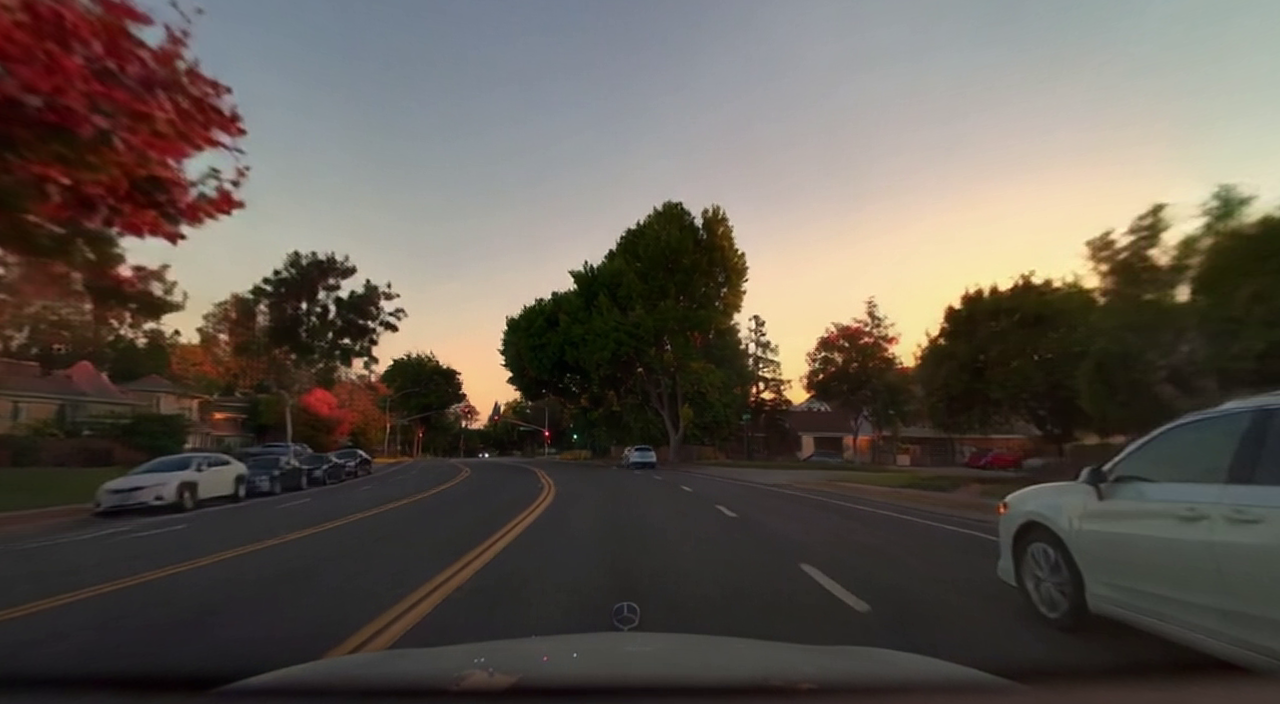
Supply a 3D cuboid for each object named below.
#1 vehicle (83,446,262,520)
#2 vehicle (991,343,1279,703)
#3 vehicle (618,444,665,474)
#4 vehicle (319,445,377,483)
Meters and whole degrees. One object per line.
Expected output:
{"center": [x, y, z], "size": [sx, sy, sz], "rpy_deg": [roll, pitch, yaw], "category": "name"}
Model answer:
{"center": [-13.138, 3.632, 18.240], "size": [2.146, 1.806, 4.733], "rpy_deg": [1, -9, -10], "category": "vehicle"}
{"center": [3.916, 0.824, 2.443], "size": [2.081, 1.828, 5.138], "rpy_deg": [0, -9, -1], "category": "vehicle"}
{"center": [0.002, 6.284, 37.392], "size": [1.951, 1.620, 4.582], "rpy_deg": [2, -9, -11], "category": "vehicle"}
{"center": [-16.272, 6.212, 35.489], "size": [1.993, 1.801, 5.201], "rpy_deg": [-1, -8, -13], "category": "vehicle"}
